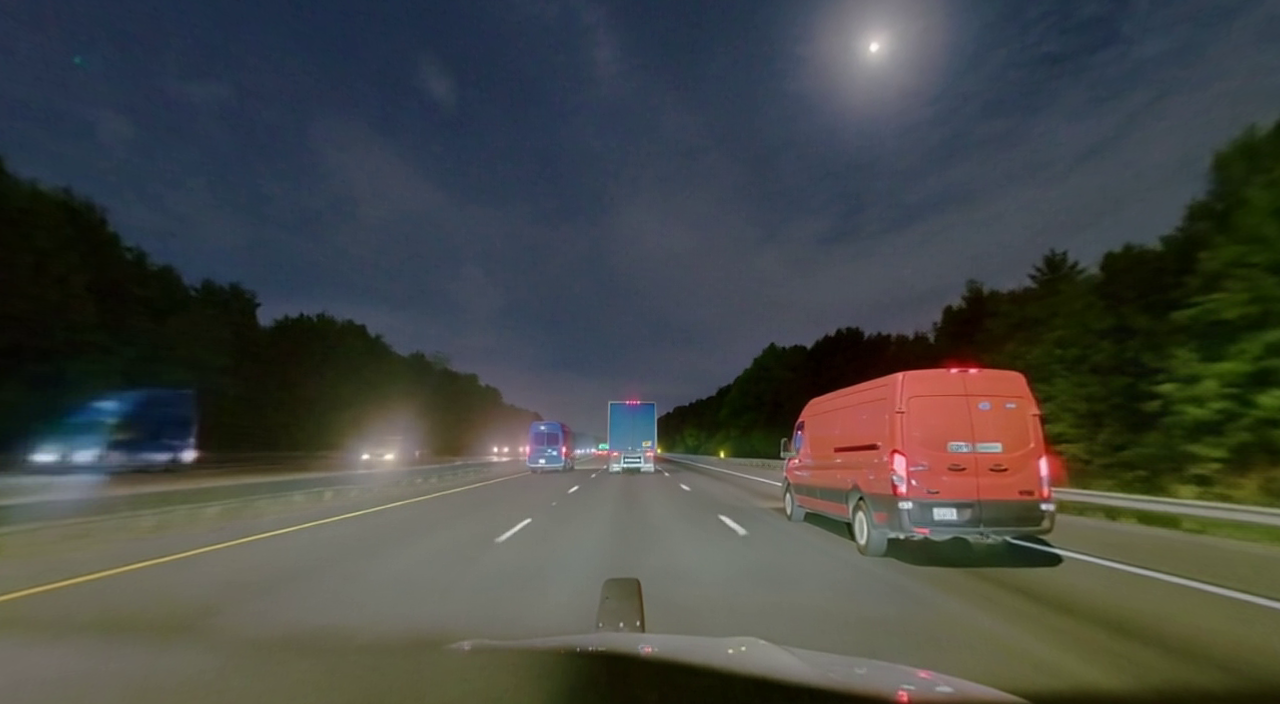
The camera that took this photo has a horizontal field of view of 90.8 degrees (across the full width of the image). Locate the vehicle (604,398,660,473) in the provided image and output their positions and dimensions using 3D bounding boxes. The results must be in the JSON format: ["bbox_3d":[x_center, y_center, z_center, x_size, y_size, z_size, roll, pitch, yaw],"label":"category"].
[{"bbox_3d":[-0.451,5.319,39.316,2.995,4.036,10.311,0,-9,0],"label":"vehicle"}]

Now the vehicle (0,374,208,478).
[{"bbox_3d":[-17.713,2.551,20.908,2.450,2.949,5.978,0,-9,0],"label":"vehicle"}]

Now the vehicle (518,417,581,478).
[{"bbox_3d":[-4.500,4.937,32.497,2.357,2.786,6.144,0,-9,-1],"label":"vehicle"}]

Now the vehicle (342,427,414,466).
[{"bbox_3d":[-13.472,4.915,32.729,1.872,1.826,4.350,0,-9,0],"label":"vehicle"}]
